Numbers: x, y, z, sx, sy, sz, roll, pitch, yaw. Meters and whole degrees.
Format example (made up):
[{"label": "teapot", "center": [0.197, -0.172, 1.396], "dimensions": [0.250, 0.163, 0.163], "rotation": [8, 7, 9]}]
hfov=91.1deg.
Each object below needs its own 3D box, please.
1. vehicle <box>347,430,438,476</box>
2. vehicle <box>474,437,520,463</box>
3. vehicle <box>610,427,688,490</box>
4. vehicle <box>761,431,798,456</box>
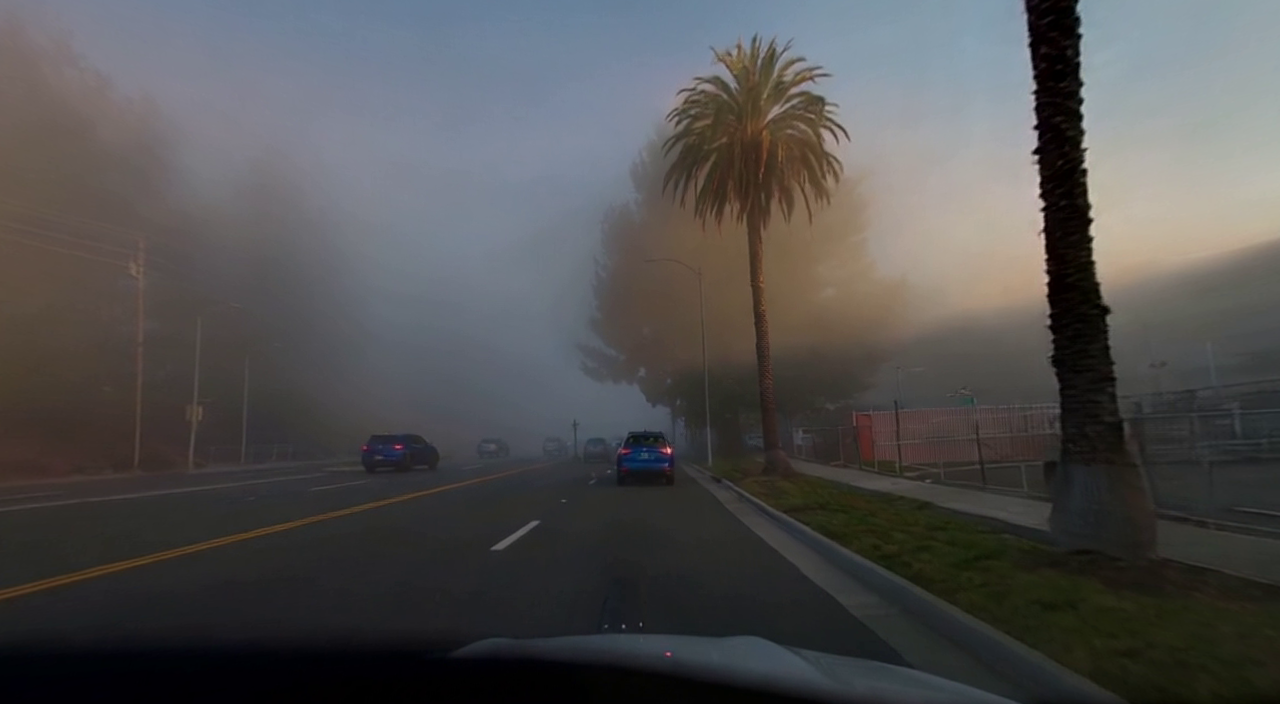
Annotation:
[{"label": "vehicle", "center": [-10.252, 4.205, 26.395], "dimensions": [1.965, 1.743, 4.327], "rotation": [0, -8, 2]}, {"label": "vehicle", "center": [-10.182, 6.958, 45.011], "dimensions": [1.998, 1.731, 4.952], "rotation": [0, -8, 1]}, {"label": "vehicle", "center": [0.300, 3.181, 19.136], "dimensions": [2.121, 1.710, 3.893], "rotation": [0, -8, 2]}, {"label": "vehicle", "center": [8.664, 5.641, 38.851], "dimensions": [1.837, 1.416, 3.947], "rotation": [-2, -8, 18]}]
